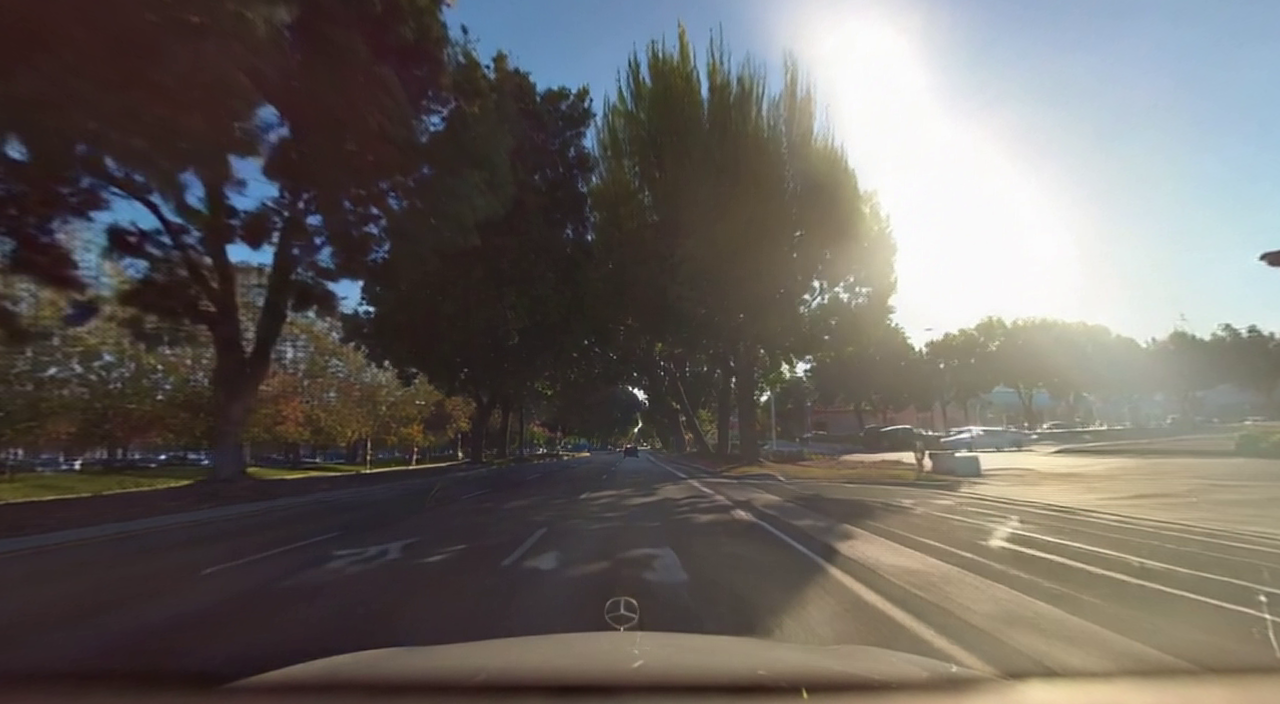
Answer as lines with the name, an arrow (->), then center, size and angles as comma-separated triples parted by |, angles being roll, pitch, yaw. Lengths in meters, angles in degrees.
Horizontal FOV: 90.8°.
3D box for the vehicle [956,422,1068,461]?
vehicle -> 23.300, 5.613, 39.720 | 5.460, 1.980, 2.188 | -5, -8, 1
